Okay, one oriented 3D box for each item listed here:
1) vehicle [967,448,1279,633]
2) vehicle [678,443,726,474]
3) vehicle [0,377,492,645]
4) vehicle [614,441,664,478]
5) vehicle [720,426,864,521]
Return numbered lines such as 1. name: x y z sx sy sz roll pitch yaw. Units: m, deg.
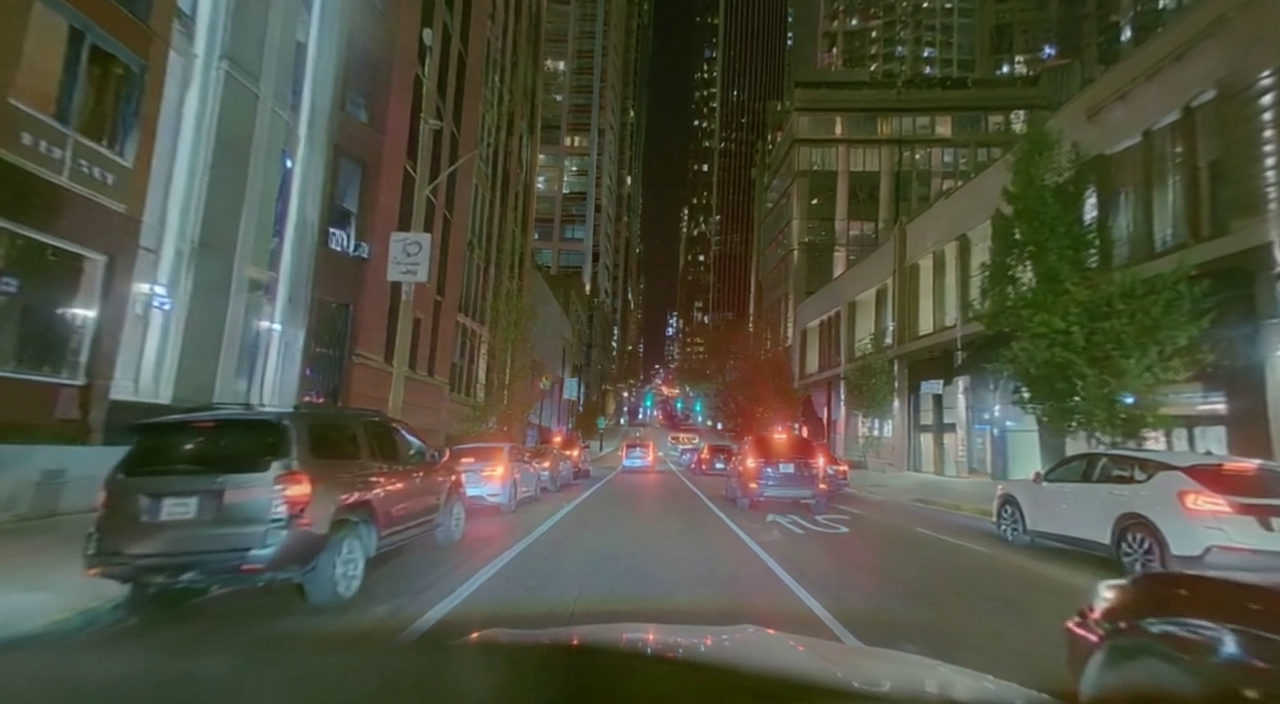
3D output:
1. vehicle: 6.125 2.030 7.811 1.913 1.624 4.116 -1 -8 1
2. vehicle: 3.139 5.478 32.550 1.966 1.475 4.528 0 -8 0
3. vehicle: -3.410 1.484 7.091 2.142 1.832 5.373 0 -8 0
4. vehicle: -0.036 4.659 27.513 2.007 1.460 3.923 0 -8 0
5. vehicle: 3.076 2.571 13.855 2.002 1.707 4.547 0 -8 0
